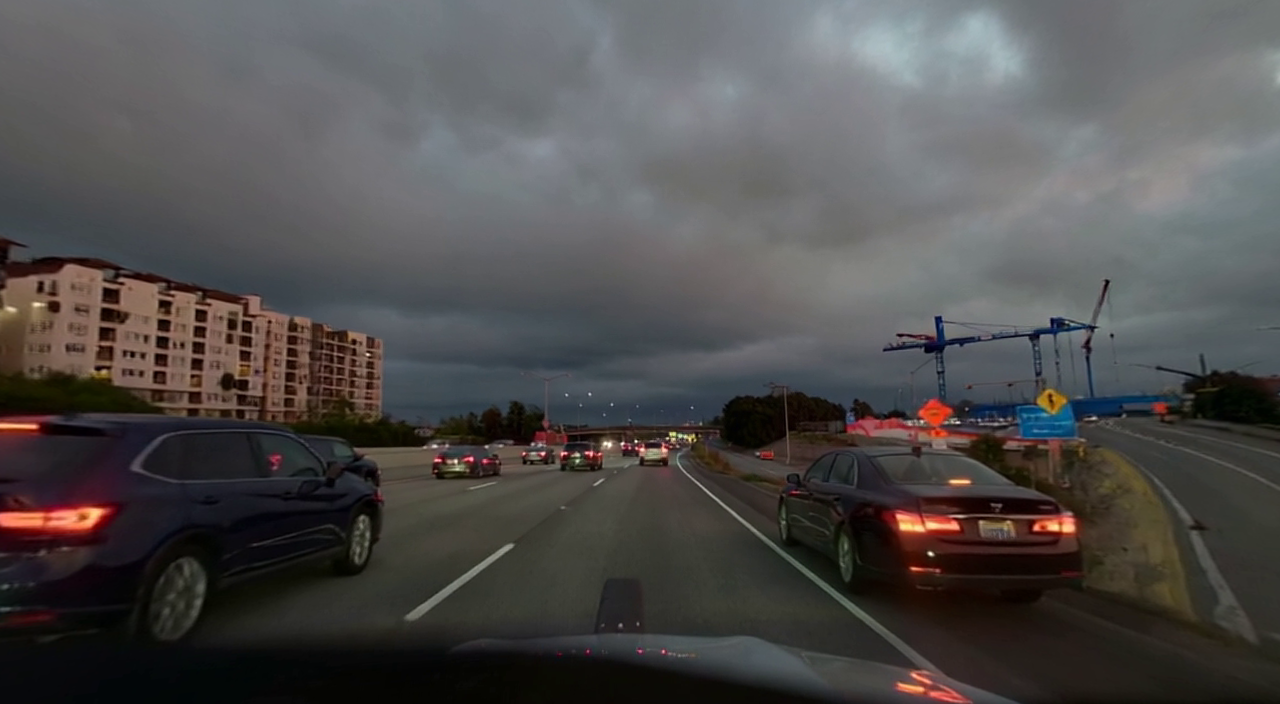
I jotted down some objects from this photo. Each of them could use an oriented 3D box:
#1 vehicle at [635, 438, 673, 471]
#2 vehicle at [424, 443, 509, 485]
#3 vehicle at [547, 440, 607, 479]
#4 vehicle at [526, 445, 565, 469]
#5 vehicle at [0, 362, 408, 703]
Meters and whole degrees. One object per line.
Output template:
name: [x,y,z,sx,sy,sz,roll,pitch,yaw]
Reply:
vehicle: [0.818,5.905,36.533,2.116,1.763,4.352,0,-8,1]
vehicle: [-6.765,4.405,25.127,1.959,1.486,4.460,0,-8,2]
vehicle: [-2.836,4.987,29.502,2.109,1.657,4.554,0,-8,3]
vehicle: [-6.394,7.158,43.143,1.931,1.505,4.386,0,-8,1]
vehicle: [-3.736,1.210,4.957,2.045,1.710,4.382,0,-8,1]
